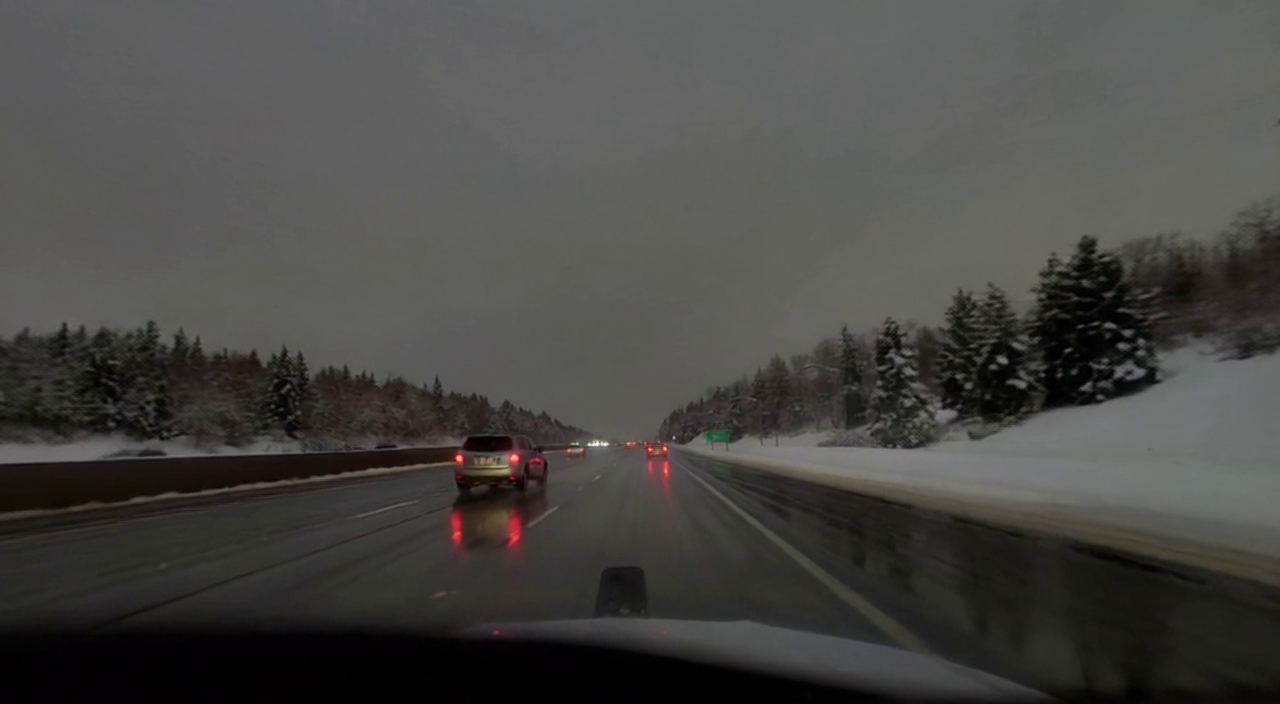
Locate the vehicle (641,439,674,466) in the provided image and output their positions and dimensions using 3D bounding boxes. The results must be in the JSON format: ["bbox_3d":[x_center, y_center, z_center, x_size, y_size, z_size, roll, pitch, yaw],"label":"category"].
[{"bbox_3d":[1.098,6.505,40.978,2.023,1.589,4.030,-1,-8,1],"label":"vehicle"}]

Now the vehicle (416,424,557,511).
[{"bbox_3d":[-3.467,2.719,15.297,2.214,1.759,4.435,-1,-8,1],"label":"vehicle"}]
